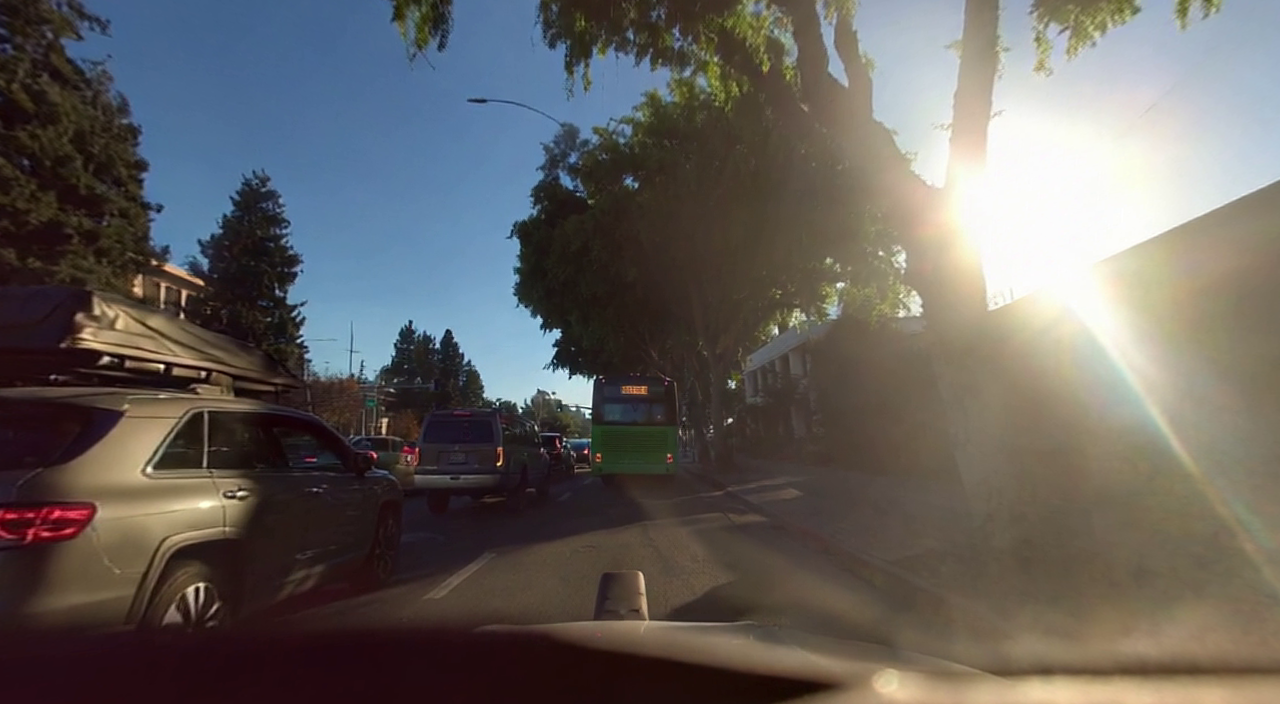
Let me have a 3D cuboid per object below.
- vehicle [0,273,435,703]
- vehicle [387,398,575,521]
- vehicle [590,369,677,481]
[{"bbox_3d":[-3.396,1.009,4.562,2.095,1.892,5.043,0,-9,0],"label":"vehicle"},{"bbox_3d":[-3.079,2.320,14.028,2.546,2.125,5.869,0,-9,1],"label":"vehicle"},{"bbox_3d":[-0.244,3.423,28.010,2.970,3.857,12.200,0,-9,0],"label":"vehicle"}]
